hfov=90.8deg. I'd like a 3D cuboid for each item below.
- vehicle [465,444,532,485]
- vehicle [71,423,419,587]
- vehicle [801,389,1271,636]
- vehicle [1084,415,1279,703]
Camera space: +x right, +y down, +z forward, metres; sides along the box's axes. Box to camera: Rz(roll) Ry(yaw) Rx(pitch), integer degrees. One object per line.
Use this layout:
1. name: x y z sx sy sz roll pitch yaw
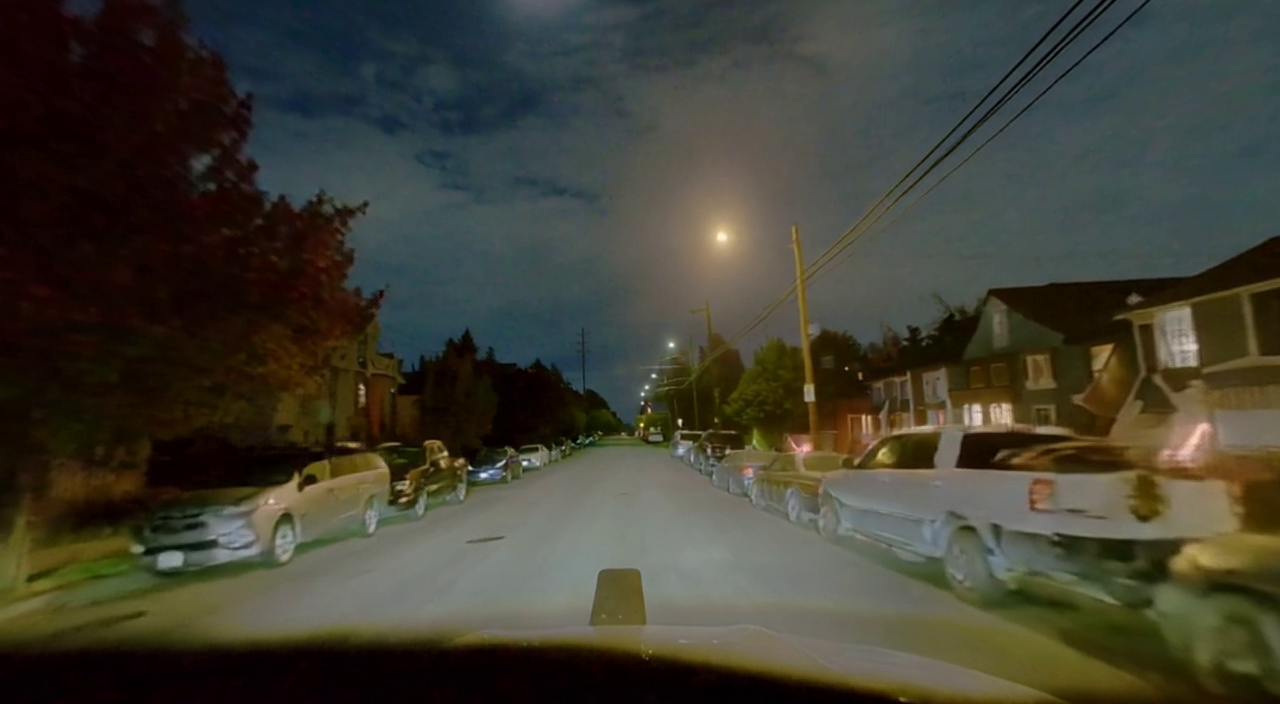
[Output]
1. vehicle: -6.149 4.884 27.991 2.002 1.585 5.080 -1 -8 -2
2. vehicle: -5.825 2.277 10.627 2.184 1.958 5.757 0 -8 -1
3. vehicle: 3.599 1.546 7.281 2.009 1.810 5.045 0 -8 -2
4. vehicle: 3.815 0.838 1.381 2.174 1.504 4.809 0 -8 0
